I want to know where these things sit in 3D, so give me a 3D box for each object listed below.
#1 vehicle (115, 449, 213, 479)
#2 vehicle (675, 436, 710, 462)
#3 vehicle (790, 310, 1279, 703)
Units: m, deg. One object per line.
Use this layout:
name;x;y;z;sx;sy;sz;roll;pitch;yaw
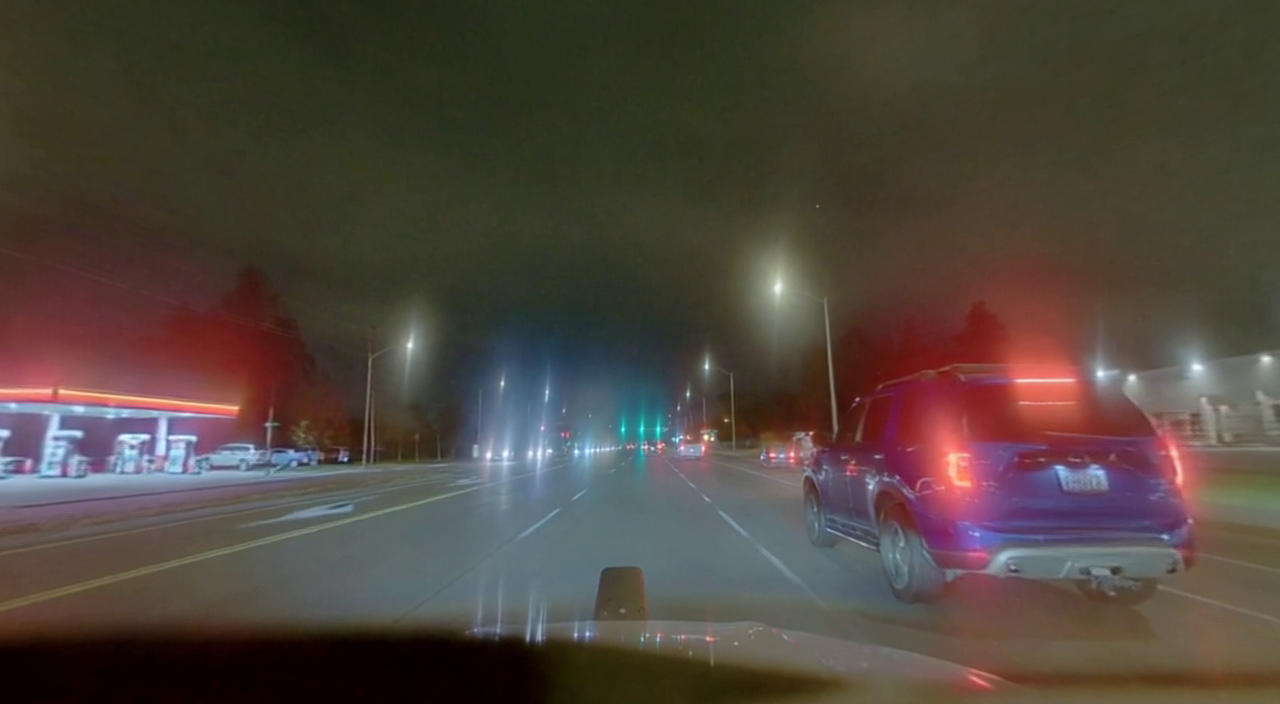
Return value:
vehicle;-25.937;6.074;34.273;3.765;1.559;1.915;0;-8;1
vehicle;3.904;7.355;47.653;2.317;1.857;5.150;0;-8;1
vehicle;2.960;1.113;5.341;2.246;1.963;4.777;0;-8;1
